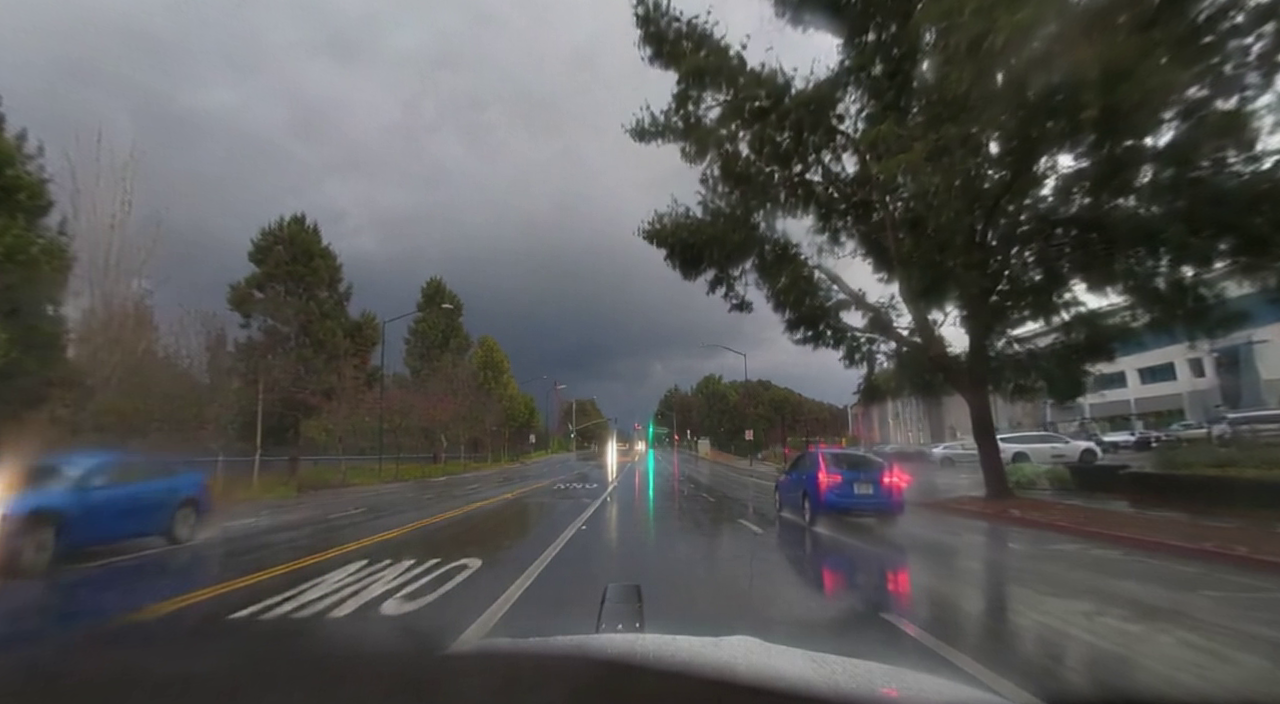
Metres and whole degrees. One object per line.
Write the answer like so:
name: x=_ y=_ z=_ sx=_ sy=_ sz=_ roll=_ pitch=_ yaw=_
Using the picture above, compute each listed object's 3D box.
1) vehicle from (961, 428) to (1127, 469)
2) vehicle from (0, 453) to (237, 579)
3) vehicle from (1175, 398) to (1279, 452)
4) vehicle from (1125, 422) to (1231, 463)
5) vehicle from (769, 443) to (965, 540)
vehicle: x=19.151 y=4.605 z=30.255 sx=6.156 sy=1.801 sz=2.491 roll=-1 pitch=-9 yaw=2
vehicle: x=-9.509 y=2.582 z=10.837 sx=1.937 sy=1.624 sz=4.913 roll=0 pitch=-9 yaw=0
vehicle: x=30.022 y=3.581 z=30.538 sx=2.279 sy=2.416 sz=6.795 roll=0 pitch=-9 yaw=-1
vehicle: x=34.606 y=5.851 z=40.899 sx=2.369 sy=2.475 sz=5.128 roll=0 pitch=-8 yaw=2
vehicle: x=4.034 y=2.535 z=12.204 sx=2.114 sy=1.493 sz=4.430 roll=0 pitch=-9 yaw=0
